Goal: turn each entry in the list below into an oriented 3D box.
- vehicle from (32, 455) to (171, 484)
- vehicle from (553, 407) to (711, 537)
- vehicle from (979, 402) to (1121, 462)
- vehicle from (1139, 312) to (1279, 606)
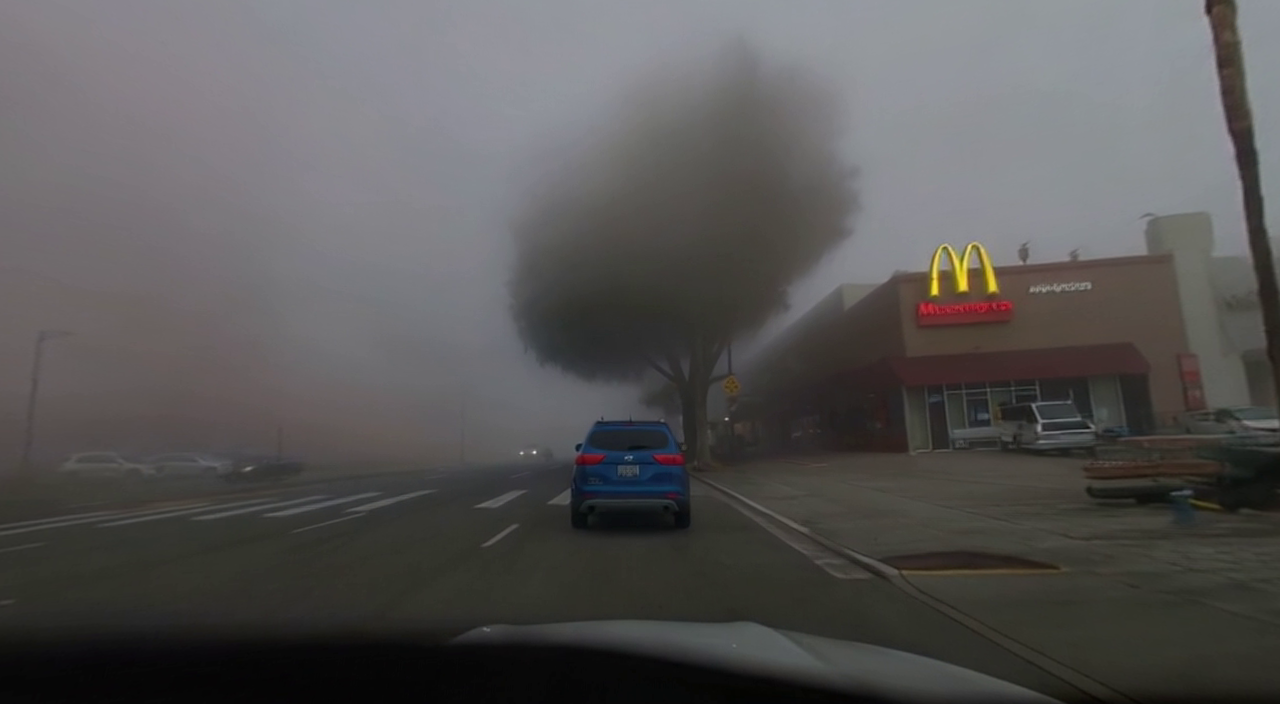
[{"bbox_3d":[-28.244,6.156,33.380,5.154,1.343,1.943,4,-9,-24],"label":"vehicle"},{"bbox_3d":[-0.154,1.991,10.966,2.234,1.818,3.869,0,-8,-1],"label":"vehicle"},{"bbox_3d":[16.070,3.163,24.624,6.060,2.047,2.490,6,-11,-36],"label":"vehicle"},{"bbox_3d":[6.219,0.603,3.580,4.828,1.733,2.231,0,-9,0],"label":"vehicle"}]
